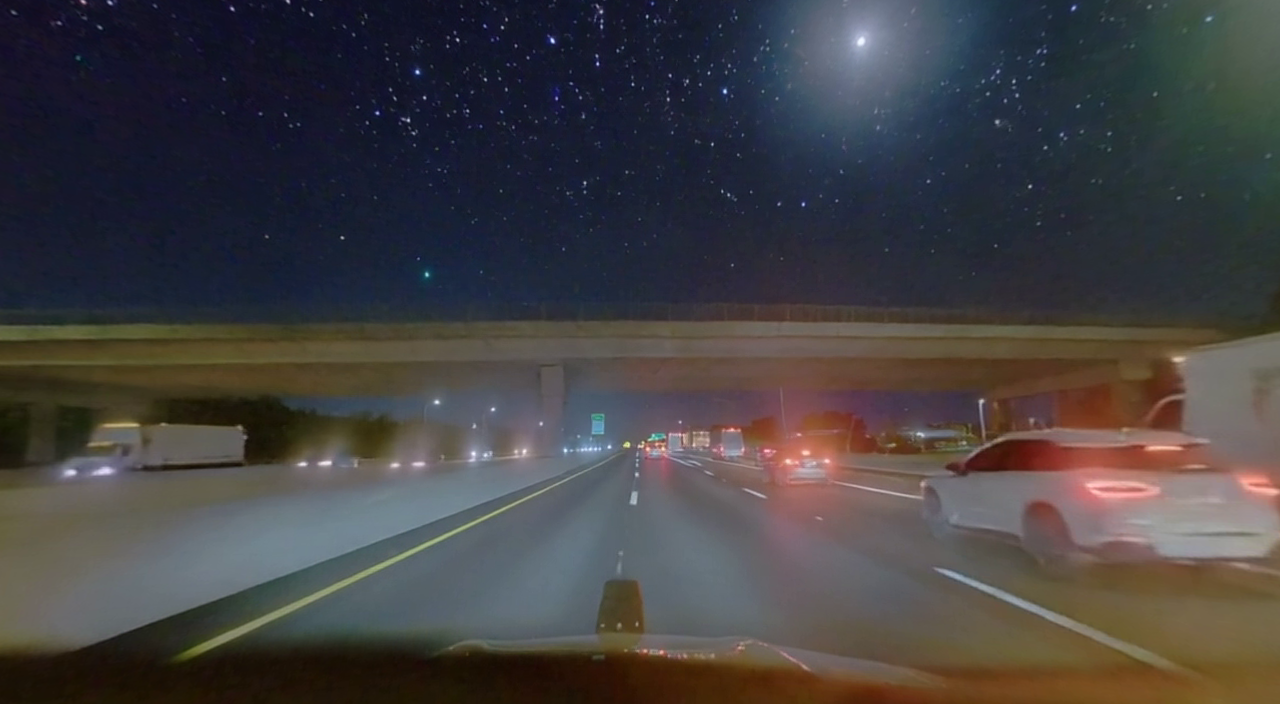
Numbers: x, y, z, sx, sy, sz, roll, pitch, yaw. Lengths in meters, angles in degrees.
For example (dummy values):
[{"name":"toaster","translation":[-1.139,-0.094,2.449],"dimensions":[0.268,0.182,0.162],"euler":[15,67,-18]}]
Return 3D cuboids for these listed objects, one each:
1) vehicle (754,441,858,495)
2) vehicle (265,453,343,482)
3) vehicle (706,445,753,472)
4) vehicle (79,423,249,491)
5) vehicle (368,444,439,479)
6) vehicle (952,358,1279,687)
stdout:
[{"name":"vehicle","translation":[5.116,3.629,20.305],"dimensions":[1.959,1.483,5.135],"euler":[0,-8,0]},{"name":"vehicle","translation":[-19.034,6.536,36.047],"dimensions":[1.885,1.493,4.670],"euler":[0,-8,0]},{"name":"vehicle","translation":[5.001,6.015,35.949],"dimensions":[1.987,1.448,4.356],"euler":[0,-8,-1]},{"name":"vehicle","translation":[-31.426,7.015,42.758],"dimensions":[2.995,3.941,11.403],"euler":[0,-8,-2]},{"name":"vehicle","translation":[-11.871,5.502,32.073],"dimensions":[1.926,1.610,4.351],"euler":[0,-8,0]},{"name":"vehicle","translation":[4.620,1.095,4.511],"dimensions":[2.201,1.804,4.801],"euler":[0,-8,-1]}]
